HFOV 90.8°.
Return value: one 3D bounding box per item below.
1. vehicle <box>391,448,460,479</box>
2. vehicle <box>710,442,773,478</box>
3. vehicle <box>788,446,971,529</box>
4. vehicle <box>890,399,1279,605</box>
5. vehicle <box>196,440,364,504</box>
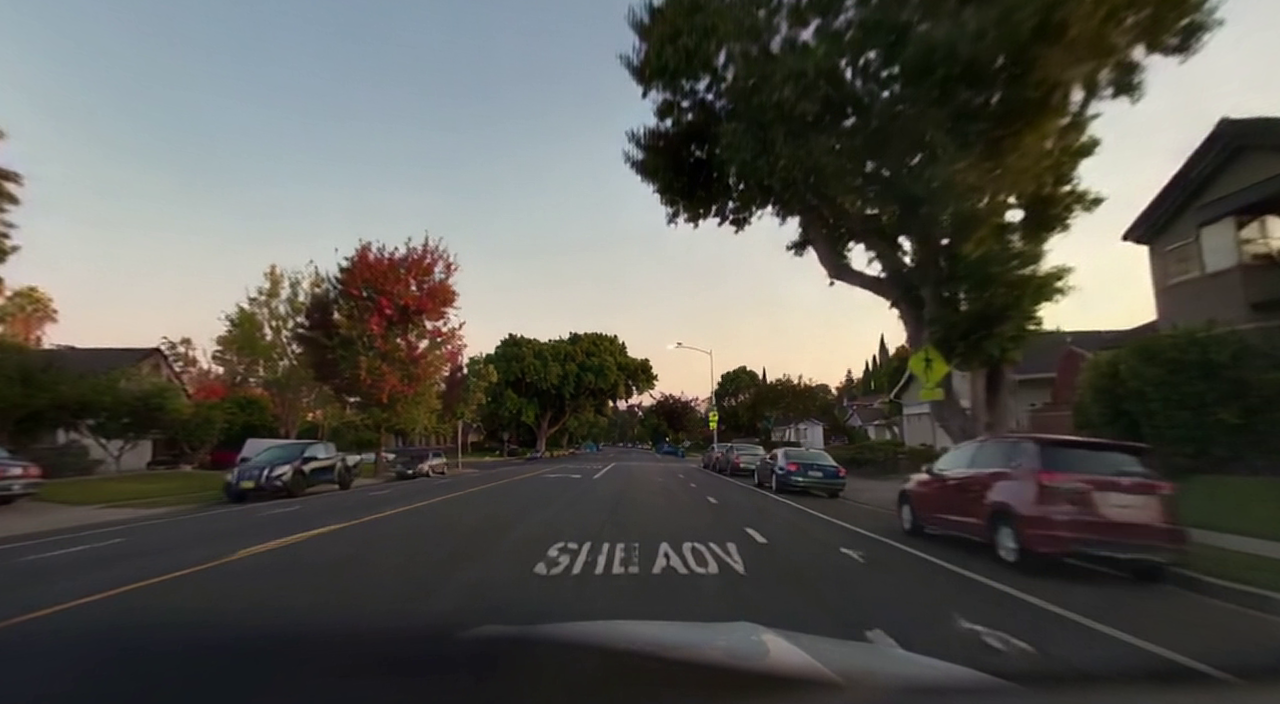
[{"bbox_3d":[-11.071,5.775,32.976,1.949,1.457,4.581,0,-8,0],"label":"vehicle"},{"bbox_3d":[4.507,4.857,28.761,2.196,1.472,4.426,0,-8,0],"label":"vehicle"},{"bbox_3d":[4.615,2.642,12.976,2.049,1.385,4.209,0,-8,-1],"label":"vehicle"},{"bbox_3d":[5.076,1.686,7.942,2.087,1.869,4.159,0,-8,-1],"label":"vehicle"},{"bbox_3d":[-11.392,3.789,20.566,2.459,1.804,4.877,0,-8,2],"label":"vehicle"}]
